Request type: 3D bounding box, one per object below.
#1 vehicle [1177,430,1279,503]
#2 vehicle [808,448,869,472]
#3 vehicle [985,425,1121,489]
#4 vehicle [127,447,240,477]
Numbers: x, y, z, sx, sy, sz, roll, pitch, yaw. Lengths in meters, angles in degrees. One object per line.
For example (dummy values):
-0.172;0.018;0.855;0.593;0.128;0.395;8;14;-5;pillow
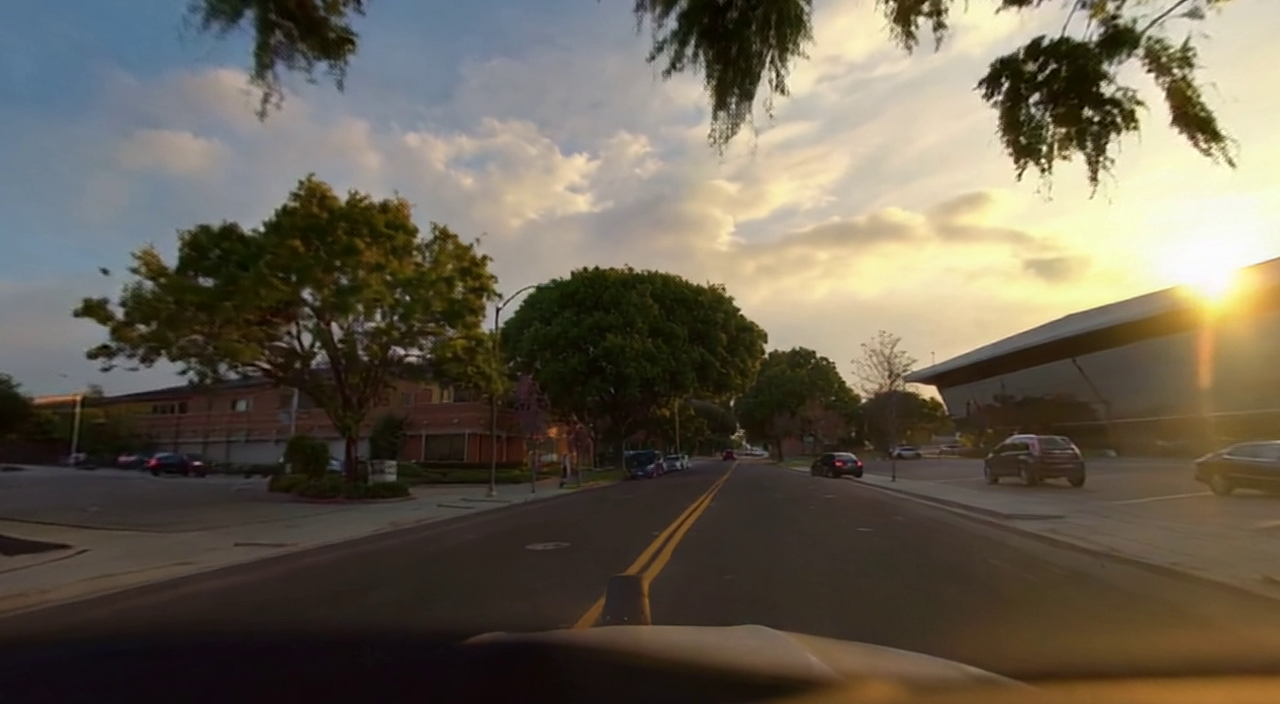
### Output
14.628;2.505;13.956;1.903;1.528;4.374;-2;-9;6;vehicle
15.150;8.255;48.195;4.277;1.740;2.097;-4;-9;18;vehicle
13.467;3.486;20.959;2.018;1.840;4.662;-2;-9;11;vehicle
-26.779;6.451;37.167;4.814;1.609;2.197;1;-9;-8;vehicle
